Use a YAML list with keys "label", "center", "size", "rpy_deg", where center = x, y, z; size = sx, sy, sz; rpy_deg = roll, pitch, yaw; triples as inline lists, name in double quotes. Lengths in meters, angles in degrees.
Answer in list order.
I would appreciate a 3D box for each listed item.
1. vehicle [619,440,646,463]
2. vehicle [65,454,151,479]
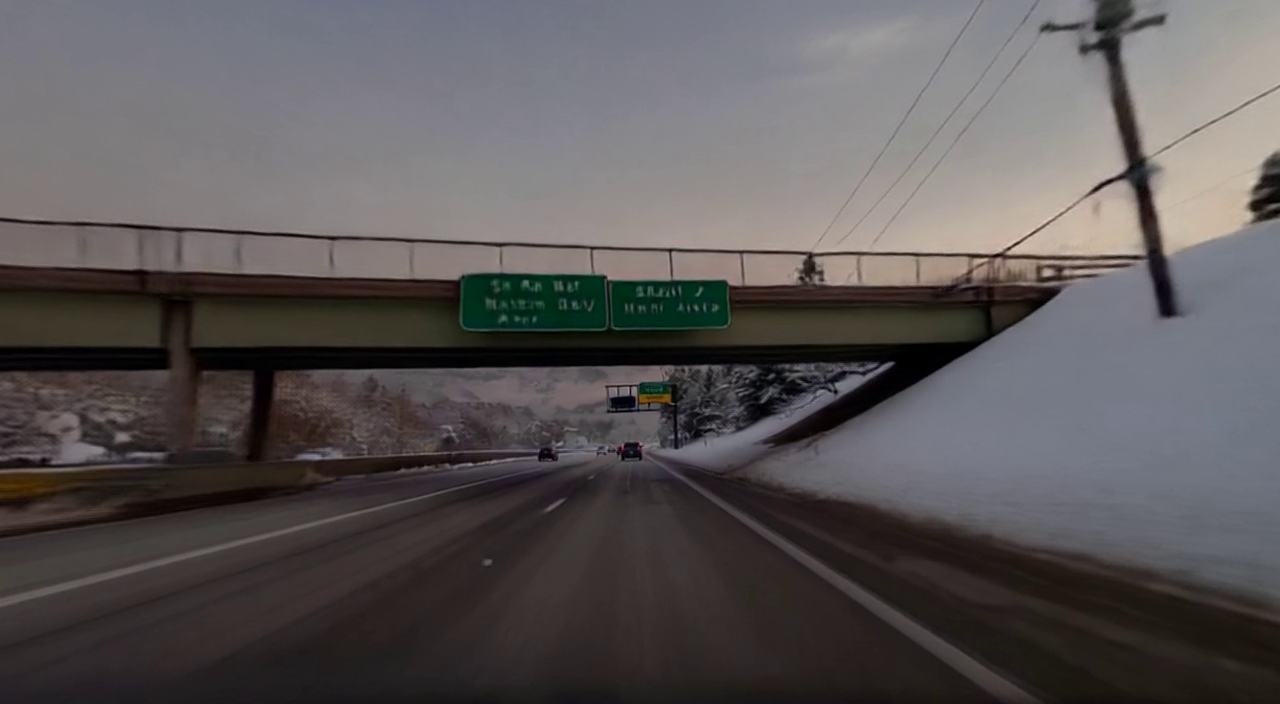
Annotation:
- label: "vehicle"
  center: [-0.605, 7.834, 49.995]
  size: [2.063, 1.715, 4.299]
  rpy_deg: [0, -8, -1]
- label: "vehicle"
  center: [-36.452, 7.821, 43.439]
  size: [1.839, 1.424, 4.645]
  rpy_deg: [0, -8, 1]
